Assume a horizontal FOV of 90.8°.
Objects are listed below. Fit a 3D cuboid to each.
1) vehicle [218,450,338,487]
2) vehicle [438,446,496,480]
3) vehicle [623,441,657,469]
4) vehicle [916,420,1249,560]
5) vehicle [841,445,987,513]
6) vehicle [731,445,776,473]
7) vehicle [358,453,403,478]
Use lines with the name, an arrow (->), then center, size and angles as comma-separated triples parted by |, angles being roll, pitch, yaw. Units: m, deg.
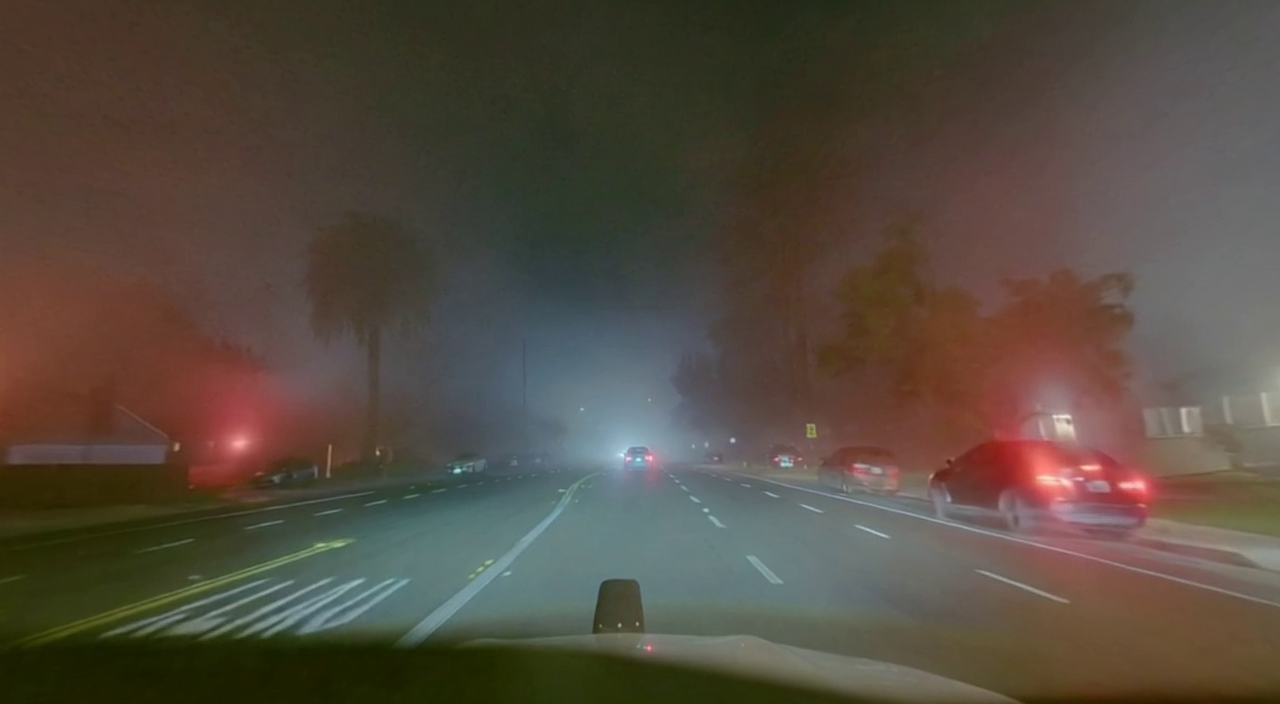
vehicle -> -17.698, 5.704, 31.066 | 4.683, 1.686, 1.950 | -1, -8, 2
vehicle -> -11.525, 7.432, 42.527 | 2.157, 1.969, 5.725 | -3, -9, 1
vehicle -> -0.035, 7.224, 44.365 | 2.248, 1.833, 4.798 | 0, -8, -1
vehicle -> 7.029, 2.222, 11.104 | 2.035, 1.822, 5.449 | -1, -8, 2
vehicle -> 6.927, 3.219, 16.612 | 1.842, 1.515, 4.653 | -1, -8, 1
vehicle -> 7.338, 6.931, 41.261 | 2.024, 1.687, 4.477 | 0, -8, -1
vehicle -> -17.178, 7.495, 42.063 | 1.847, 1.507, 4.632 | 1, -9, -11
